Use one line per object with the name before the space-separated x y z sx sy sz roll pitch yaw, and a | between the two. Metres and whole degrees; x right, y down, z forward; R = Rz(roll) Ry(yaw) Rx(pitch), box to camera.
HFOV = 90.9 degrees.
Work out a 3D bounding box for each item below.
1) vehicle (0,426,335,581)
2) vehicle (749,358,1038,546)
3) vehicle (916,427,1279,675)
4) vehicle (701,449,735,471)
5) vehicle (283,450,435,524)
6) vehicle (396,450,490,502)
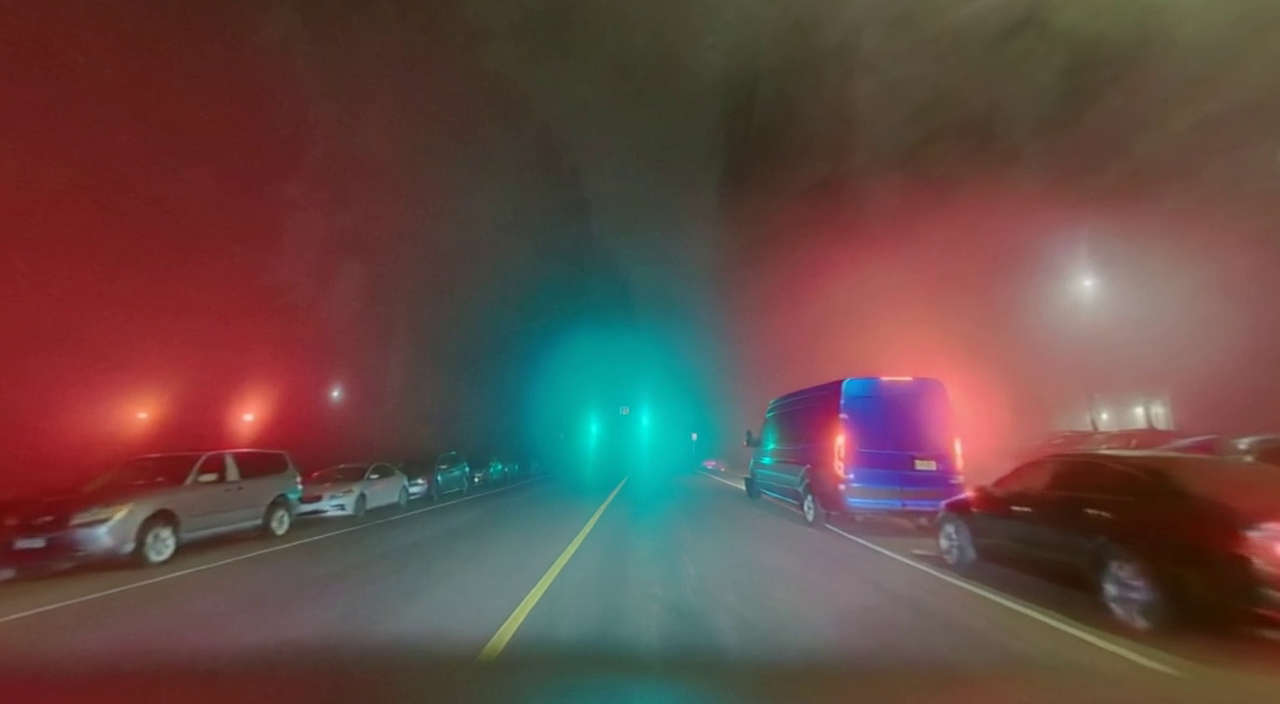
vehicle | -6.988 2.108 9.702 1.984 1.745 4.866 -1 -9 2
vehicle | 4.524 2.074 13.259 3.089 2.882 6.770 -1 -9 -1
vehicle | 4.452 1.537 6.029 1.764 1.494 4.248 -1 -9 1
vehicle | 5.313 7.386 43.321 1.849 1.415 4.181 -1 -9 1
vehicle | -6.793 3.259 15.845 1.718 1.435 4.370 -3 -8 2
vehicle | -6.576 4.141 21.512 1.832 1.439 4.337 -2 -8 0
